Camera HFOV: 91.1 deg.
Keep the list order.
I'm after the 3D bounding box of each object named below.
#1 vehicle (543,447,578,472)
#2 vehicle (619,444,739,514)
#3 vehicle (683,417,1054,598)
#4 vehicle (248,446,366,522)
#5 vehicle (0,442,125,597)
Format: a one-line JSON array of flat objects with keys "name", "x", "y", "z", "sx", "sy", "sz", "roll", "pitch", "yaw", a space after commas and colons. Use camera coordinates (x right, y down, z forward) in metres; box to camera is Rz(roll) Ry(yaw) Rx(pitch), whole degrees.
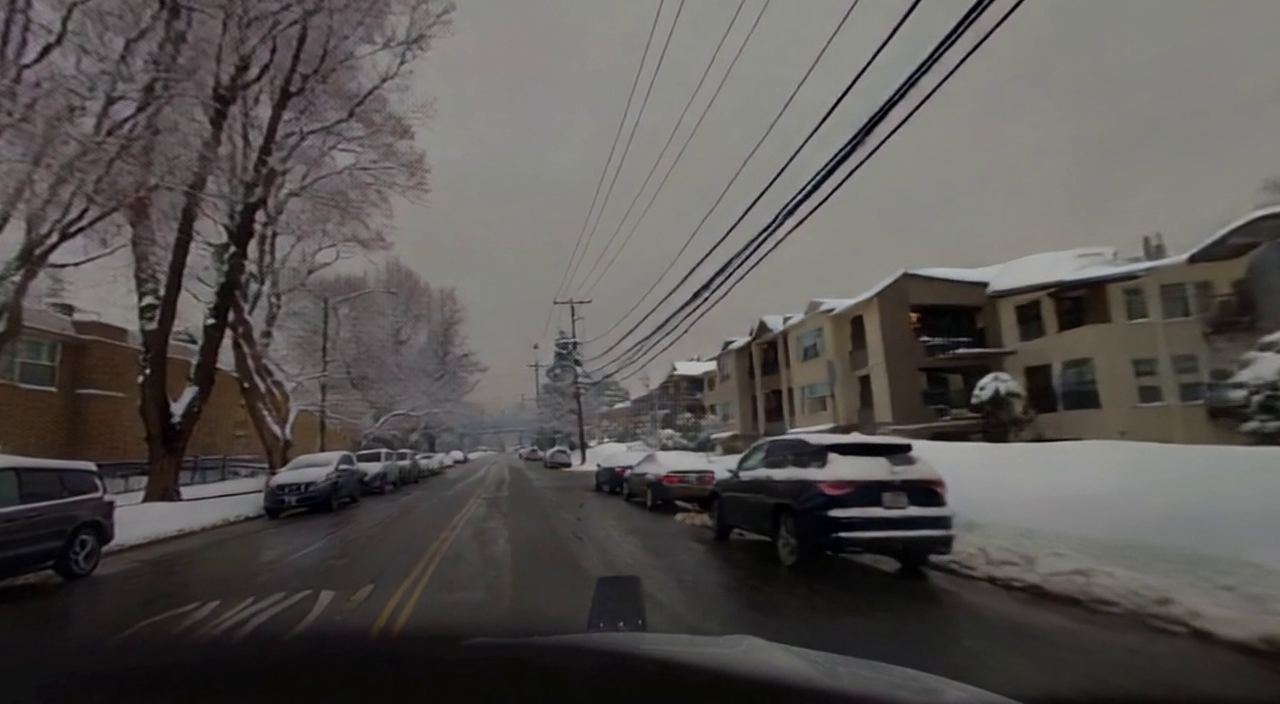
[{"name": "vehicle", "x": -6.145, "y": 8.276, "z": 48.285, "sx": 2.328, "sy": 1.730, "sz": 4.225, "roll": 1, "pitch": -11, "yaw": -12}, {"name": "vehicle", "x": 0.802, "y": 3.154, "z": 16.240, "sx": 1.868, "sy": 1.494, "sz": 4.652, "roll": 1, "pitch": -9, "yaw": -12}, {"name": "vehicle", "x": 2.397, "y": 1.828, "z": 8.511, "sx": 2.272, "sy": 1.626, "sz": 5.170, "roll": 2, "pitch": -9, "yaw": -12}, {"name": "vehicle", "x": -10.337, "y": 4.038, "z": 19.959, "sx": 2.056, "sy": 1.876, "sz": 4.824, "roll": -1, "pitch": -7, "yaw": -12}, {"name": "vehicle", "x": -8.800, "y": 2.075, "z": 7.617, "sx": 2.037, "sy": 1.851, "sz": 4.569, "roll": 0, "pitch": -11, "yaw": -13}]
